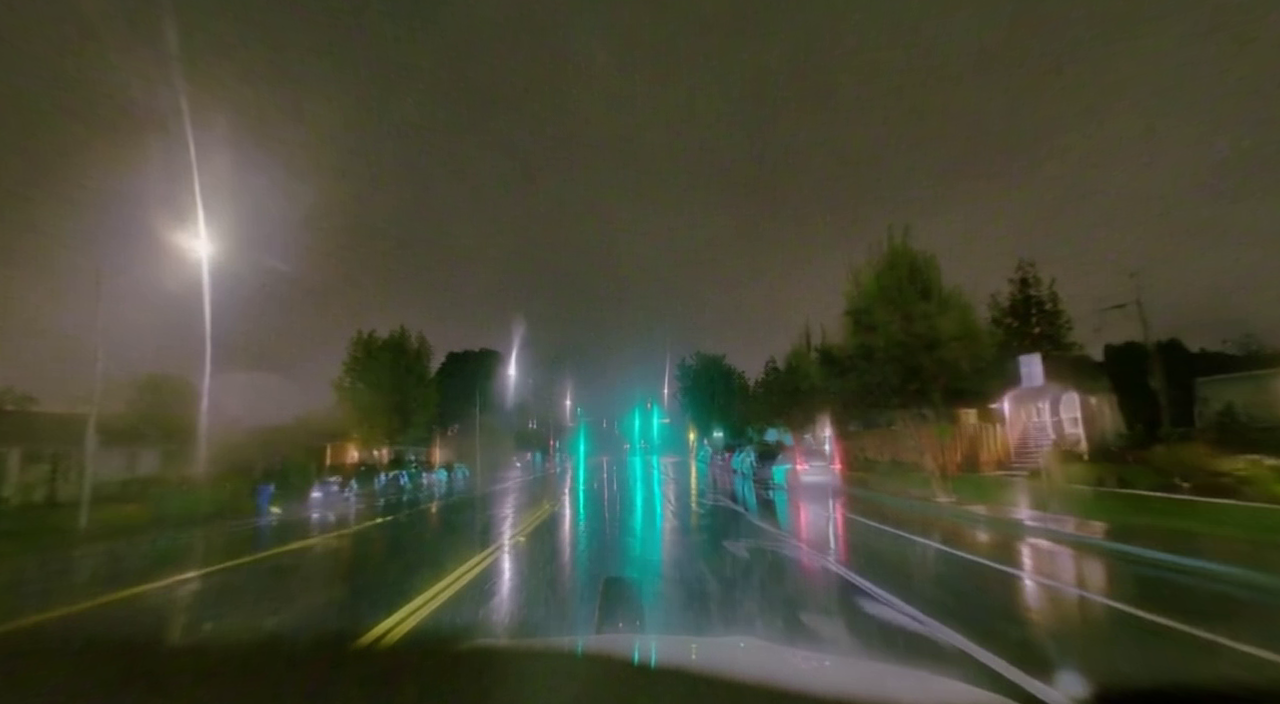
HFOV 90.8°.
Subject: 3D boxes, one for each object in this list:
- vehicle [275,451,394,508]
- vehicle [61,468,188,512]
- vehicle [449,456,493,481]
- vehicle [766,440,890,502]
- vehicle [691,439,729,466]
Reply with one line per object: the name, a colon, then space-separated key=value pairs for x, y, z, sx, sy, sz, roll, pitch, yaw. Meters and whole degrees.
vehicle: x=-12.271 y=5.134 z=25.905 sx=2.156 sy=1.935 sz=5.464 roll=-3 pitch=-10 yaw=0
vehicle: x=-22.046 y=5.893 z=27.263 sx=1.823 sy=1.595 sz=4.174 roll=-1 pitch=-9 yaw=3
vehicle: x=-12.596 y=8.684 z=47.269 sx=1.972 sy=1.475 sz=4.503 roll=-6 pitch=-9 yaw=0
vehicle: x=4.946 y=3.197 z=17.408 sx=1.923 sy=1.454 sz=4.460 roll=0 pitch=-9 yaw=-2
vehicle: x=4.596 y=6.697 z=42.168 sx=1.919 sy=1.698 sz=4.747 roll=0 pitch=-9 yaw=0
